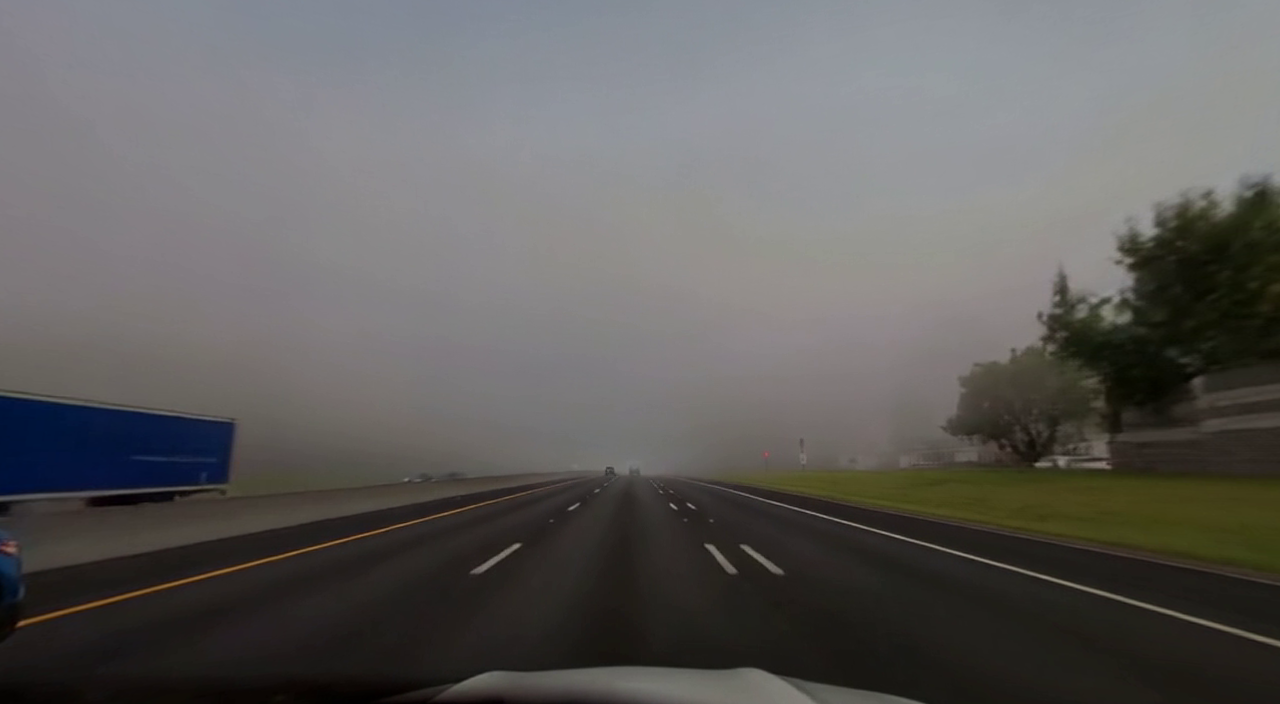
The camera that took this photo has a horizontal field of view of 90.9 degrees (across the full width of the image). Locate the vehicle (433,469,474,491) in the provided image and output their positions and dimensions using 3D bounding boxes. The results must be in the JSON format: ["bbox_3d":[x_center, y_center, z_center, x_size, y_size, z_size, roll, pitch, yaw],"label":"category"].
[{"bbox_3d":[-13.323,9.186,45.266,1.776,1.460,3.883,1,-10,0],"label":"vehicle"}]

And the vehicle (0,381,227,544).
[{"bbox_3d":[-17.662,3.056,17.412,2.890,4.047,14.234,1,-10,0],"label":"vehicle"}]

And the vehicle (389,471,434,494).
[{"bbox_3d":[-16.793,9.601,46.497,1.847,1.527,4.084,1,-10,-1],"label":"vehicle"}]
